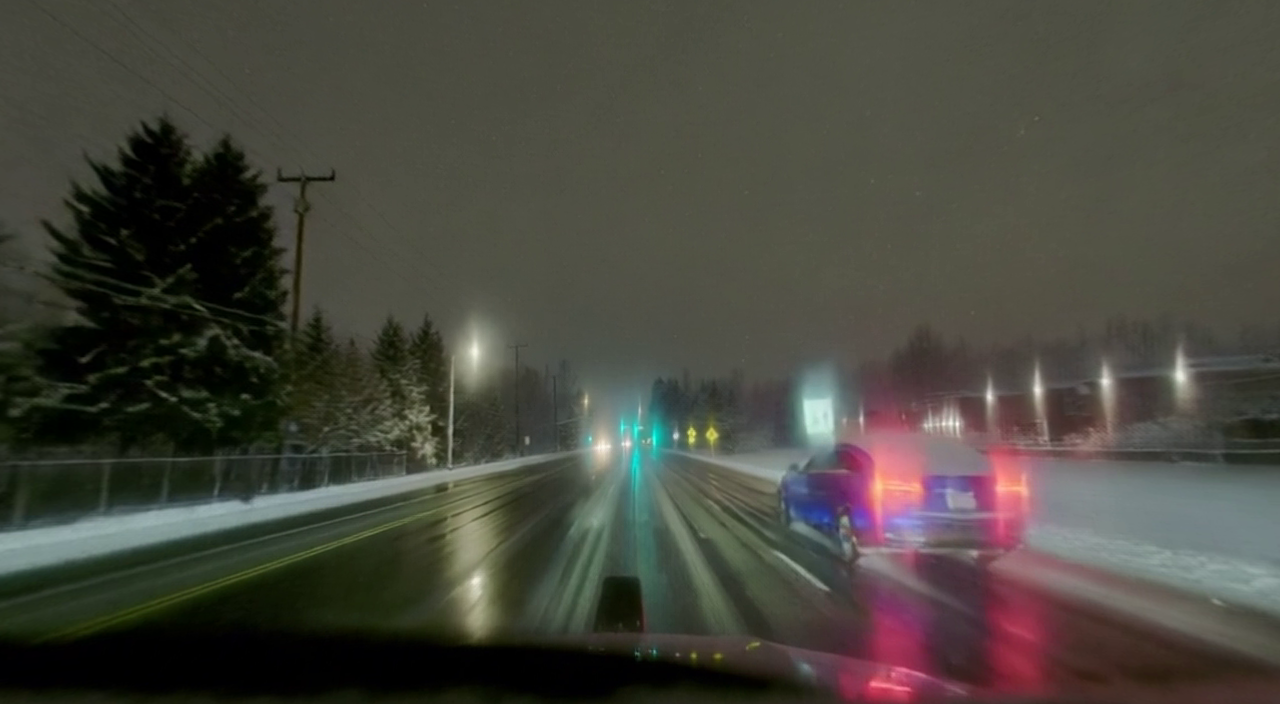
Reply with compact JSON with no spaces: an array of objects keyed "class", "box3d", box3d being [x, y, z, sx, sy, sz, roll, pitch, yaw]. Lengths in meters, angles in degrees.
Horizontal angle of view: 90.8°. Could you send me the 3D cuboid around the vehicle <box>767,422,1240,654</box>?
[{"class":"vehicle","box3d":[2.789,1.526,6.345,2.042,1.469,4.470,0,-8,-1]}]
